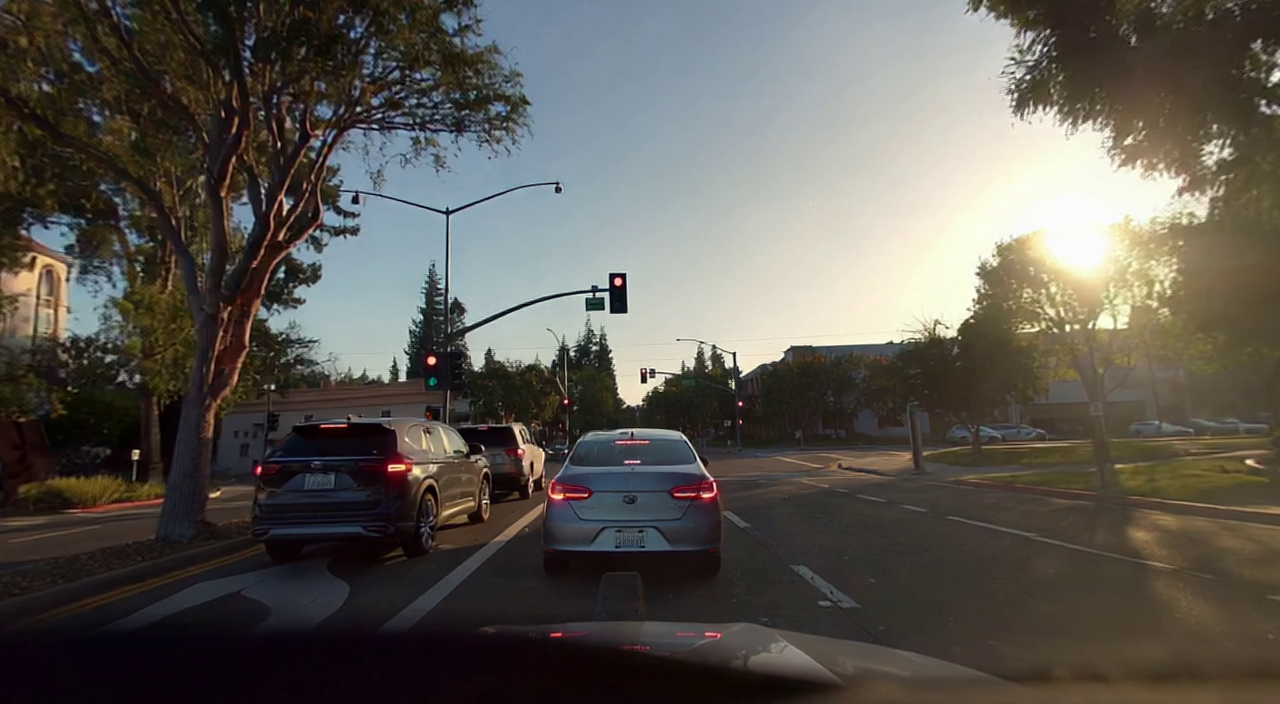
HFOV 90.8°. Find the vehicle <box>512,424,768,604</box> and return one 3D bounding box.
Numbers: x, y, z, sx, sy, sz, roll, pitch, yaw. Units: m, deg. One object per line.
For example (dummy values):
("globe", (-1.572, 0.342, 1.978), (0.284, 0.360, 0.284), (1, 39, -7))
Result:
("vehicle", (-0.053, 1.642, 7.312), (2.126, 1.475, 3.967), (0, -8, -2))

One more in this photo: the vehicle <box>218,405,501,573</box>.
("vehicle", (-3.424, 1.754, 8.824), (2.046, 1.751, 4.208), (0, -8, -1))
